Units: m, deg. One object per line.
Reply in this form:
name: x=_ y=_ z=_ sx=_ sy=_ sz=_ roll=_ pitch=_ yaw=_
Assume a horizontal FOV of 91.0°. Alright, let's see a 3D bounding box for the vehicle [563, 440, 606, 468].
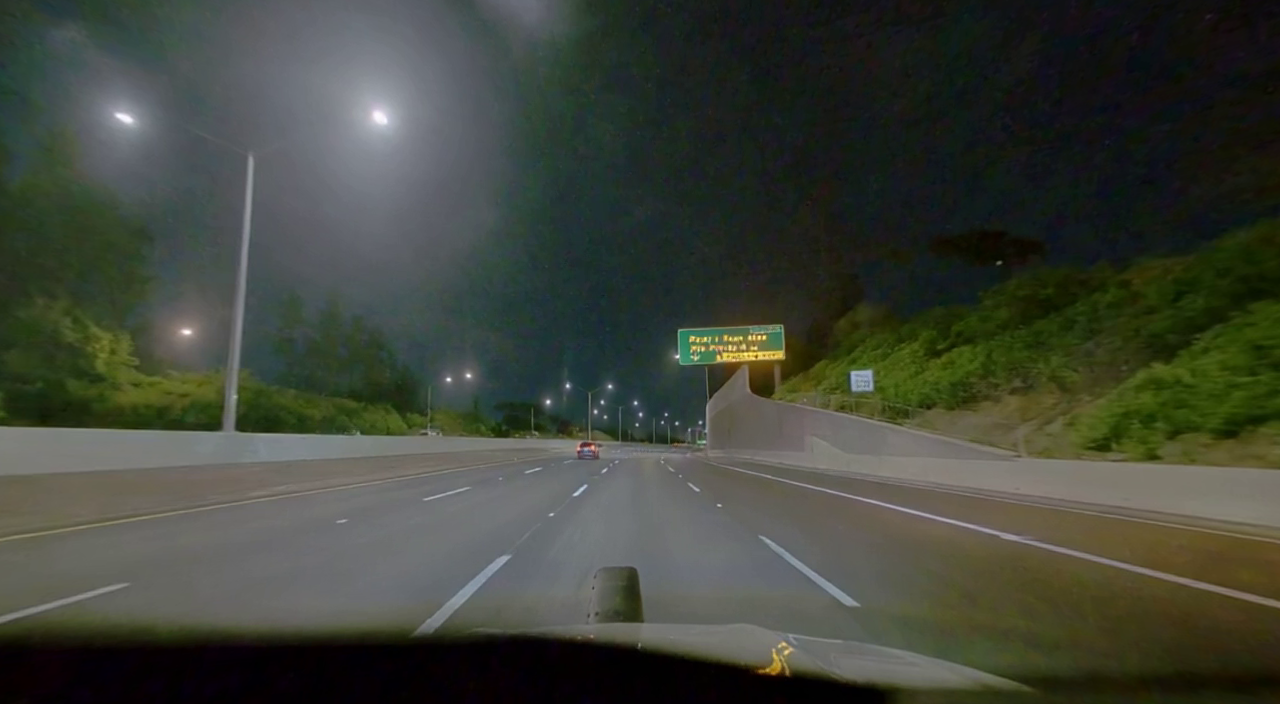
vehicle: x=-3.280 y=6.114 z=37.934 sx=2.088 sy=1.565 sz=4.410 roll=0 pitch=-8 yaw=1
